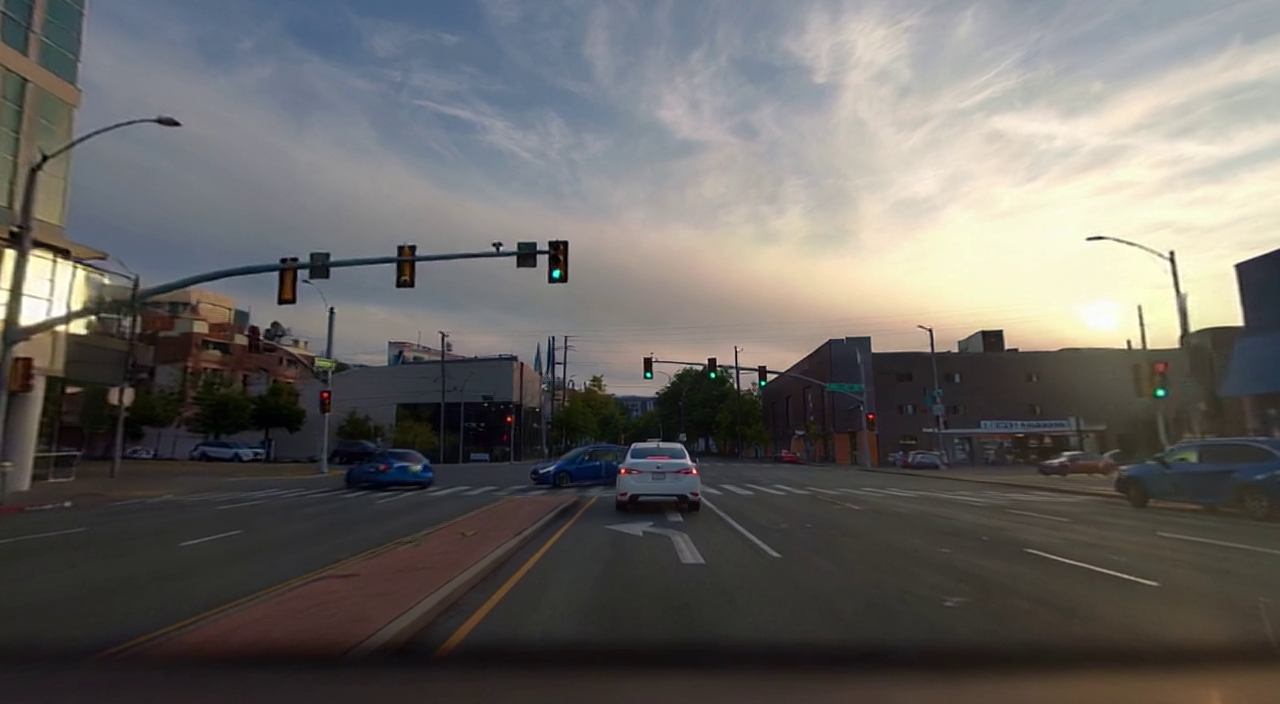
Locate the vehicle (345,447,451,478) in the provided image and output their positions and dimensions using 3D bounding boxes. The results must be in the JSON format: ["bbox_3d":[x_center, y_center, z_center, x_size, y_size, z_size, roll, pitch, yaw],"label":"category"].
[{"bbox_3d":[-11.904,5.414,31.207,4.531,1.434,1.841,-2,-9,10],"label":"vehicle"}]

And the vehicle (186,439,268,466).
[{"bbox_3d":[-30.508,7.415,46.816,1.999,1.702,4.557,-2,-7,29],"label":"vehicle"}]

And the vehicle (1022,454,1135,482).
[{"bbox_3d":[23.768,6.278,34.357,4.684,1.412,1.995,0,-9,-2],"label":"vehicle"}]

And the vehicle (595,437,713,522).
[{"bbox_3d":[0.279,2.571,13.263,2.067,1.471,4.241,0,-9,1],"label":"vehicle"}]

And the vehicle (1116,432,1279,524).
[{"bbox_3d":[13.927,2.696,13.801,2.309,1.819,5.793,1,-9,-3],"label":"vehicle"}]

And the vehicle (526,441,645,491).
[{"bbox_3d":[-1.997,3.853,21.732,2.213,1.489,4.626,5,-10,-31],"label":"vehicle"}]
